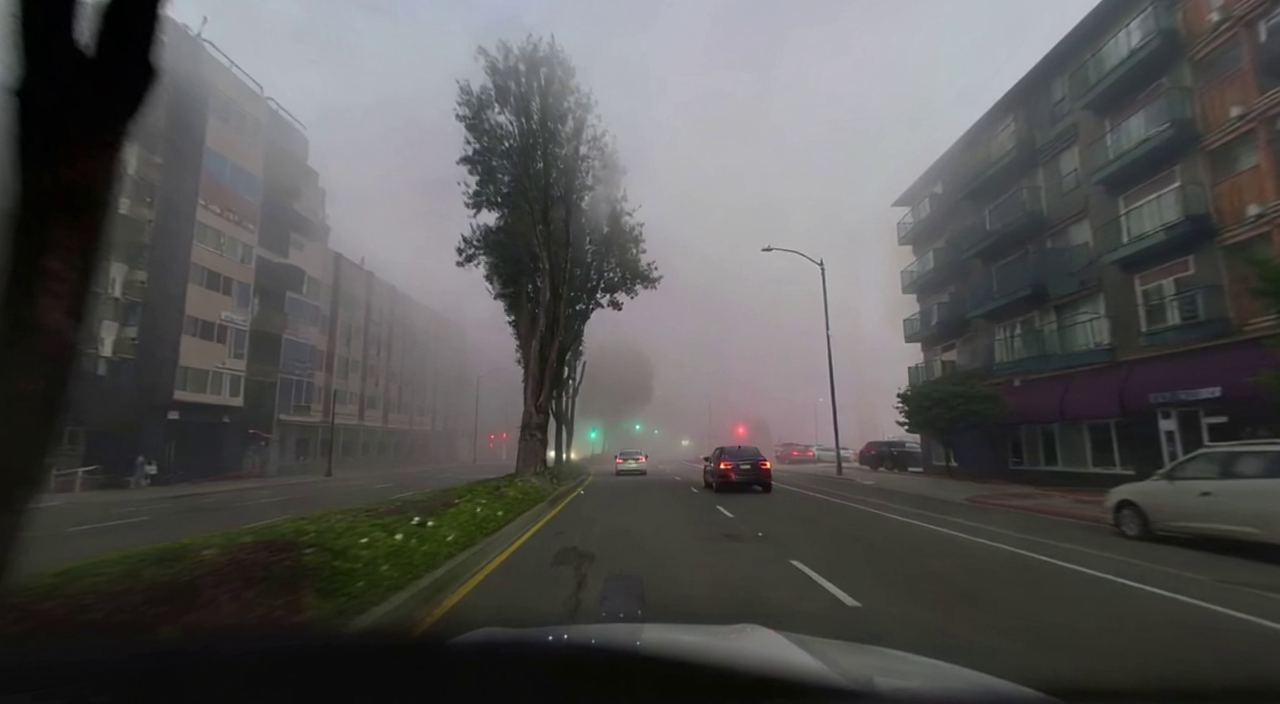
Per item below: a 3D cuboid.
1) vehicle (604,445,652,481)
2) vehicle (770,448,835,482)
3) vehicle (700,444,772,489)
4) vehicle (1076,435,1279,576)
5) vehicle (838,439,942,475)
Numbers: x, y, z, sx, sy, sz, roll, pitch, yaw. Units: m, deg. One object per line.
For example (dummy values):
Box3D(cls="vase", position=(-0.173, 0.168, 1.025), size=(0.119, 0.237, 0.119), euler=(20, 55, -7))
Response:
Box3D(cls="vehicle", position=(-0.490, 4.966, 28.425), size=(2.006, 1.487, 3.535), euler=(0, -9, 0))
Box3D(cls="vehicle", position=(7.593, 5.298, 30.028), size=(1.883, 1.452, 4.598), euler=(0, -9, 0))
Box3D(cls="vehicle", position=(3.333, 4.061, 22.755), size=(1.910, 1.474, 4.003), euler=(0, -9, -1))
Box3D(cls="vehicle", position=(7.754, 1.718, 7.302), size=(1.921, 1.480, 4.789), euler=(0, -9, -1))
Box3D(cls="vehicle", position=(13.064, 5.496, 33.224), size=(4.622, 1.761, 1.986), euler=(0, -9, 0))
